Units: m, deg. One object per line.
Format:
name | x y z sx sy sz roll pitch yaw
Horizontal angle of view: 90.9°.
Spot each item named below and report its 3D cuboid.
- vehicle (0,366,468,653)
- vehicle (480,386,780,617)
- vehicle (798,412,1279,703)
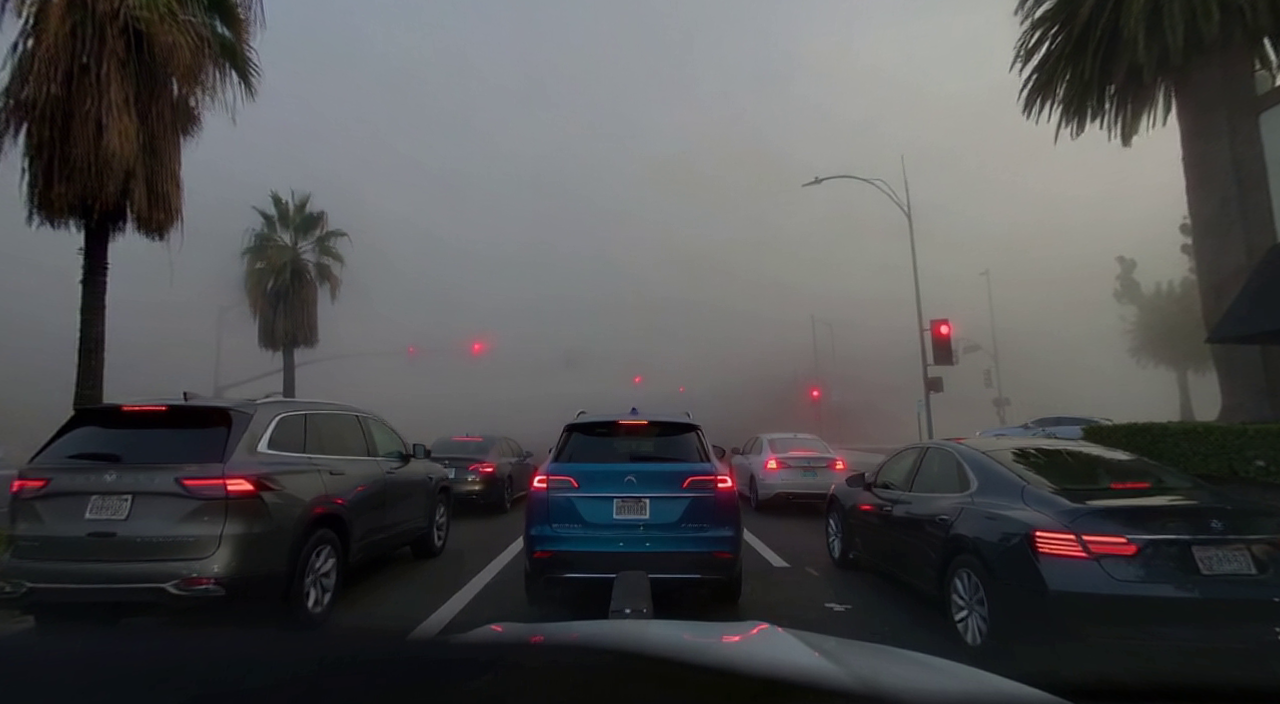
vehicle | -3.347 1.282 6.129 2.014 1.755 4.360 0 -8 1
vehicle | -0.136 1.457 7.070 2.280 1.747 4.361 0 -8 -2
vehicle | 2.960 1.369 5.260 2.017 1.491 4.611 0 -8 -1
